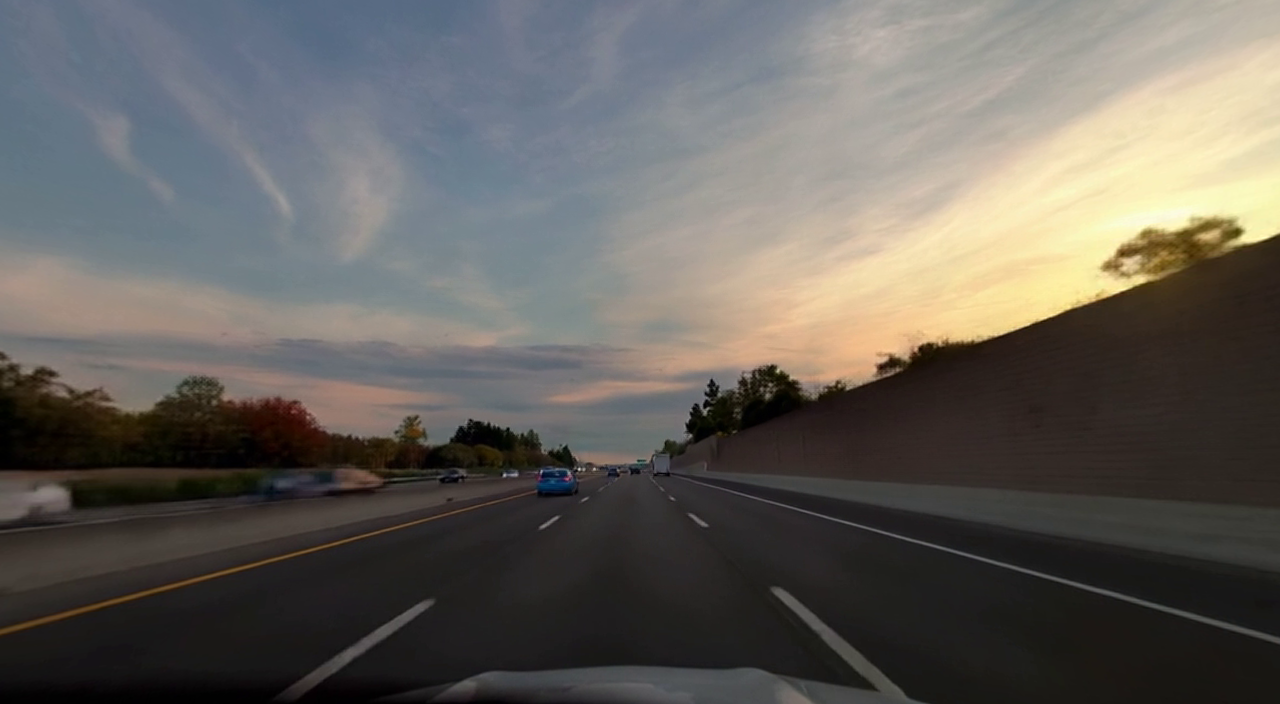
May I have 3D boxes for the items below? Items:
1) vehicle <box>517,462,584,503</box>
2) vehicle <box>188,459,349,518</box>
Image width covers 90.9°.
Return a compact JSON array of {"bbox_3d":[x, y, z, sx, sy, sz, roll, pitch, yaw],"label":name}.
[{"bbox_3d":[-3.560,5.296,25.859,2.045,1.487,4.582,0,-10,1],"label":"vehicle"},{"bbox_3d":[-10.631,3.934,18.537,2.012,1.473,4.459,0,-10,0],"label":"vehicle"}]
